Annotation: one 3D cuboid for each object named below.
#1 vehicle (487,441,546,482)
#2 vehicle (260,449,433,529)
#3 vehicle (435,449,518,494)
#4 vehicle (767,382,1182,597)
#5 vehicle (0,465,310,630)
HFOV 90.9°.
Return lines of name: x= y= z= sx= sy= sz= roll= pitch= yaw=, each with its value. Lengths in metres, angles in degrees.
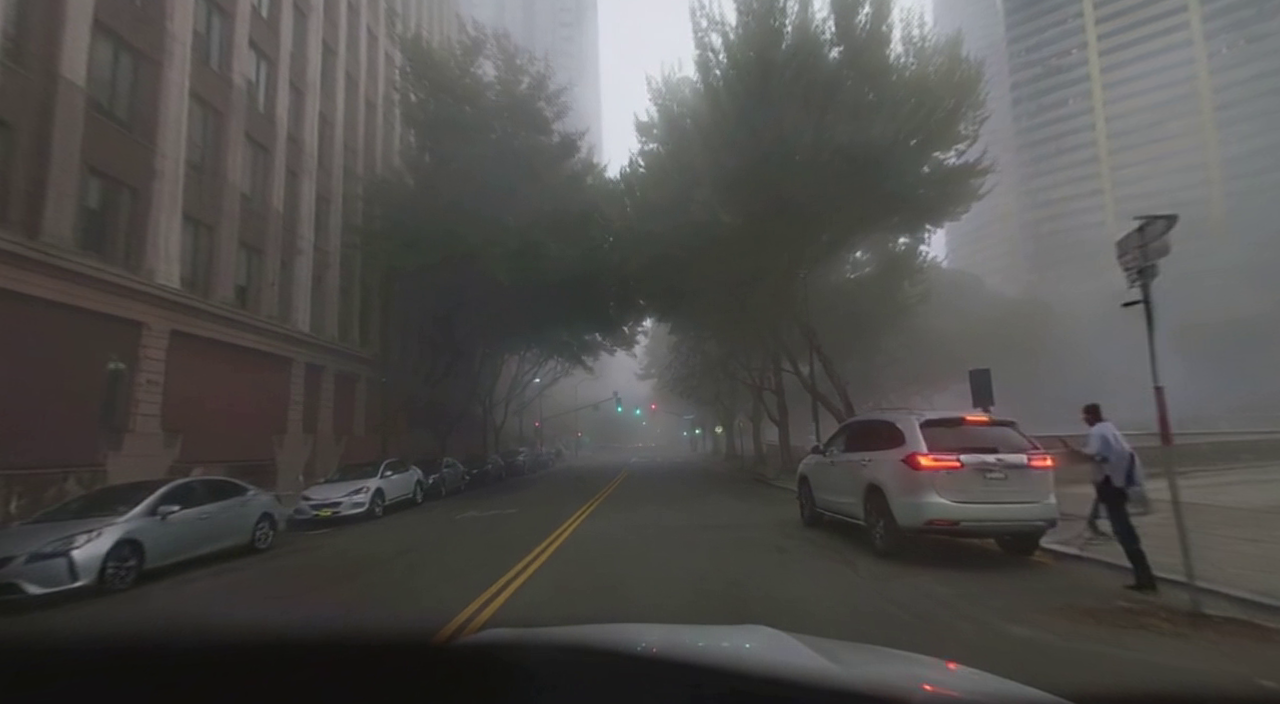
vehicle: x=-6.325 y=5.637 z=32.857 sx=2.273 sy=1.871 sz=4.920 roll=-1 pitch=-8 yaw=-2
vehicle: x=-6.748 y=3.148 z=15.173 sx=2.110 sy=1.498 sz=4.555 roll=-1 pitch=-8 yaw=-2
vehicle: x=-6.539 y=4.805 z=25.781 sx=2.270 sy=1.539 sz=4.855 roll=-1 pitch=-8 yaw=-2
vehicle: x=3.891 y=1.764 z=9.220 sx=2.568 sy=2.001 sz=5.999 roll=-2 pitch=-8 yaw=-2
vehicle: x=-6.875 y=2.439 z=8.888 sx=1.889 sy=1.451 sz=5.013 roll=-1 pitch=-8 yaw=-2
